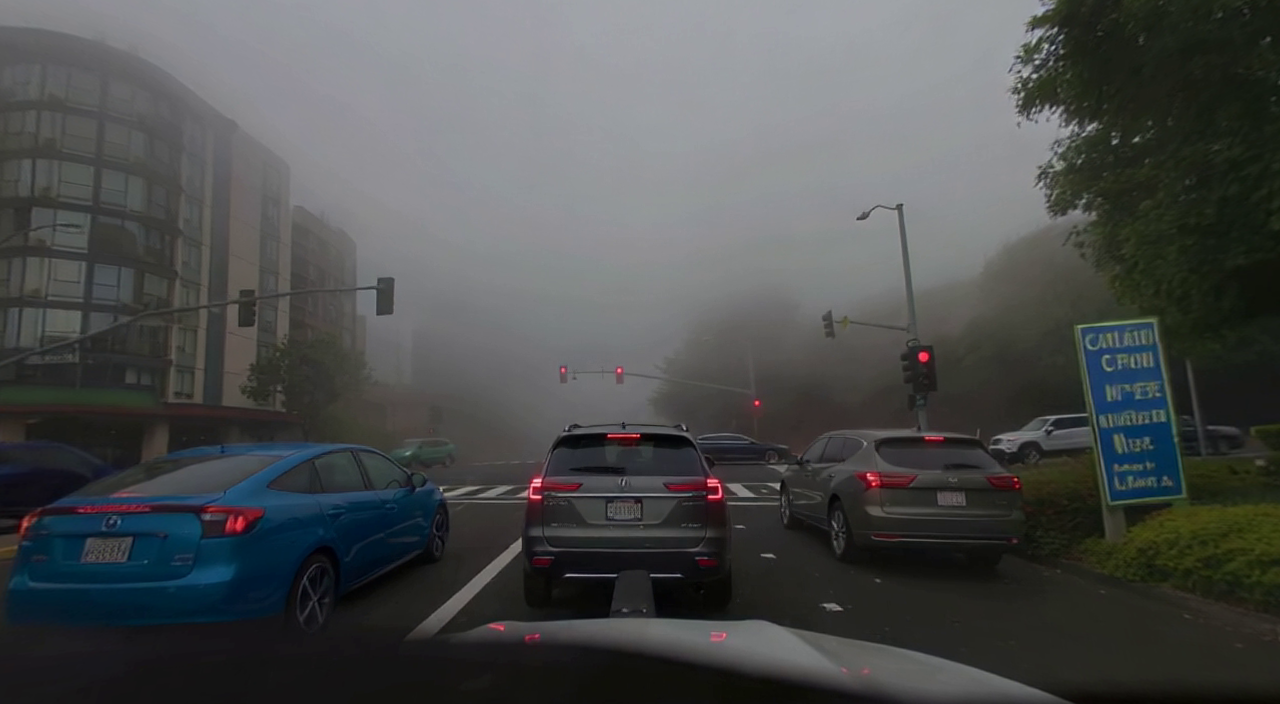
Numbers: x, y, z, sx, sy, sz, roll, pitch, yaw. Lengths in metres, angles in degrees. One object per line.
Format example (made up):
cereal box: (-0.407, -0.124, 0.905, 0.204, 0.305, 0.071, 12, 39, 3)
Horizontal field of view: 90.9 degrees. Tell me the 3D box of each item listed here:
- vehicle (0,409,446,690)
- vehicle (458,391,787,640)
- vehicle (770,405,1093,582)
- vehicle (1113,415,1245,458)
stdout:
vehicle: (-3.549, 1.424, 5.829, 1.906, 1.524, 4.547, 0, -8, 2)
vehicle: (-0.133, 1.413, 6.441, 2.195, 1.662, 4.262, 0, -8, 0)
vehicle: (3.211, 1.665, 8.254, 2.004, 1.646, 4.554, 0, -8, -1)
vehicle: (26.364, 4.154, 30.932, 4.583, 2.019, 2.147, 1, -9, -6)
